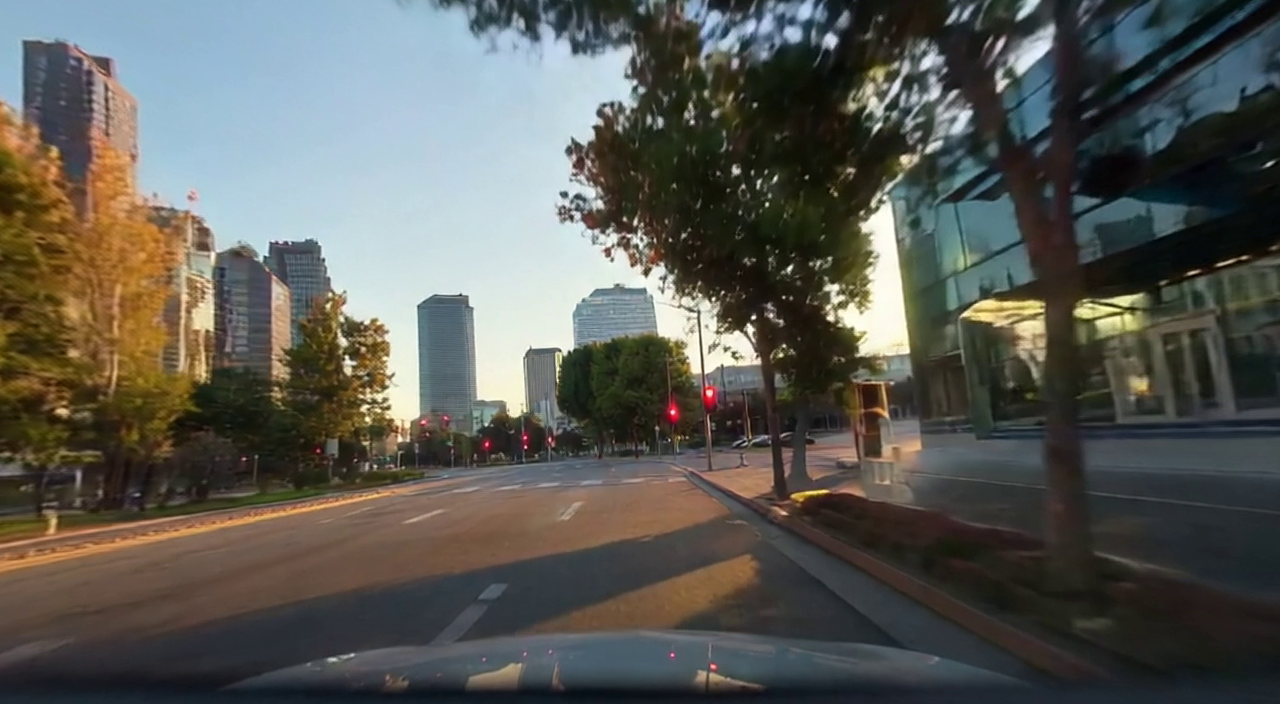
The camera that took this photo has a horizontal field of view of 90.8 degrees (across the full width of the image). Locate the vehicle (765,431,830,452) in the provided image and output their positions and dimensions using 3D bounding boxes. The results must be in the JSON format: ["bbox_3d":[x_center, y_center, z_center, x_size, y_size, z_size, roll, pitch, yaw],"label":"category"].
[{"bbox_3d":[12.080,6.899,48.560,4.332,1.581,2.028,1,-8,-10],"label":"vehicle"}]
